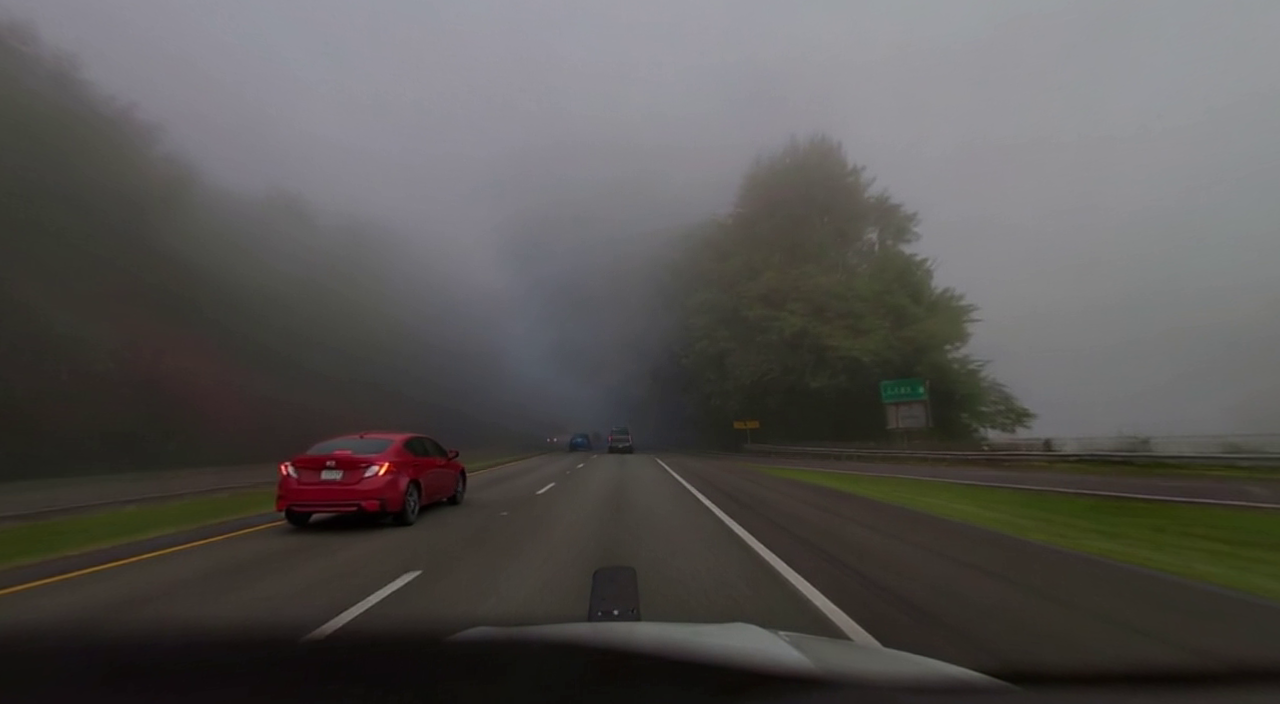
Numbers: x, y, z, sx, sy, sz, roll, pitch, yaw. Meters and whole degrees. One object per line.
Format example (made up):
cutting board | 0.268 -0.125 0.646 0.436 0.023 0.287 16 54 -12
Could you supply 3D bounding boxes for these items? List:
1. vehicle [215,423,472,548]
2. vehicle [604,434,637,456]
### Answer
vehicle | -4.092 1.876 9.634 1.958 1.477 4.121 0 -8 -1
vehicle | -1.358 6.532 44.357 2.162 1.460 4.242 0 -8 -2
